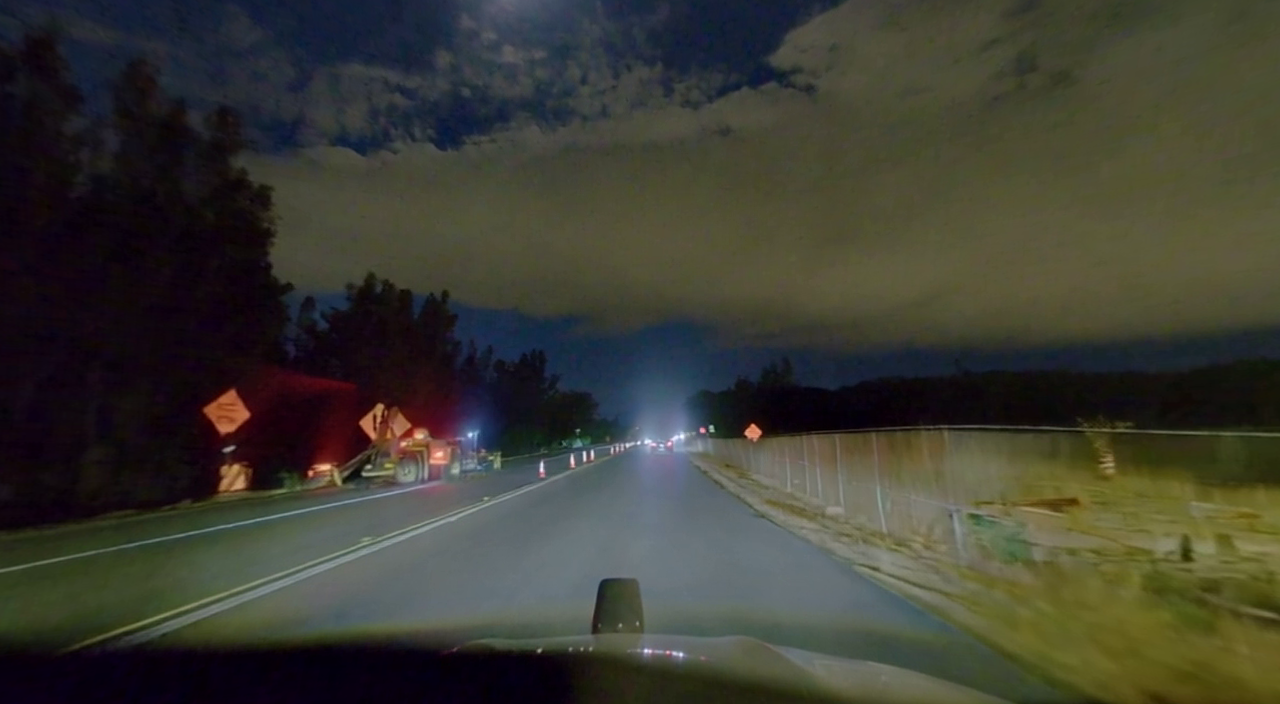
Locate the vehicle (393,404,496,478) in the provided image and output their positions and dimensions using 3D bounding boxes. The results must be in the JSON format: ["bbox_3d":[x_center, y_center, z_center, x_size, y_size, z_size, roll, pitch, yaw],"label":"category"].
[{"bbox_3d":[-7.527,3.479,24.653,3.064,2.710,2.385,-1,-9,4],"label":"vehicle"}]

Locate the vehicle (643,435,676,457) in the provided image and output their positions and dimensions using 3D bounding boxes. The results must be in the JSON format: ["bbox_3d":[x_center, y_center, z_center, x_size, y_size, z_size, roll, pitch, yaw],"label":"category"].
[{"bbox_3d":[1.336,6.520,43.877,2.172,1.486,3.581,0,-9,1],"label":"vehicle"}]
